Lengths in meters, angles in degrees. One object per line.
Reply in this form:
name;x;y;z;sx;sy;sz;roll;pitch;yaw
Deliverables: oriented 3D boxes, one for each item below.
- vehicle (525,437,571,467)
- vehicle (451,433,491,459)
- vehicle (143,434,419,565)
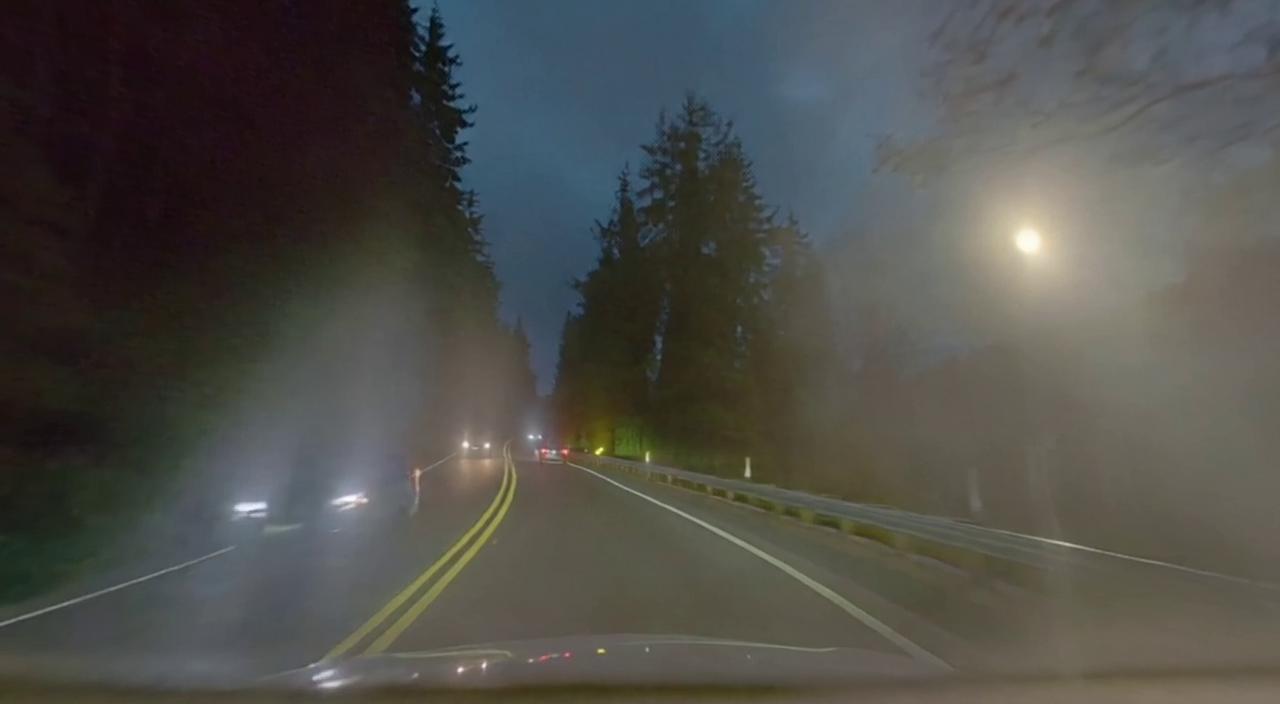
vehicle;-5.012;5.336;33.869;2.120;1.491;4.349;2;-9;-12
vehicle;-10.599;5.956;39.888;2.133;1.526;4.308;2;-9;-12
vehicle;-5.310;2.183;10.279;2.167;1.602;4.548;1;-8;-6
